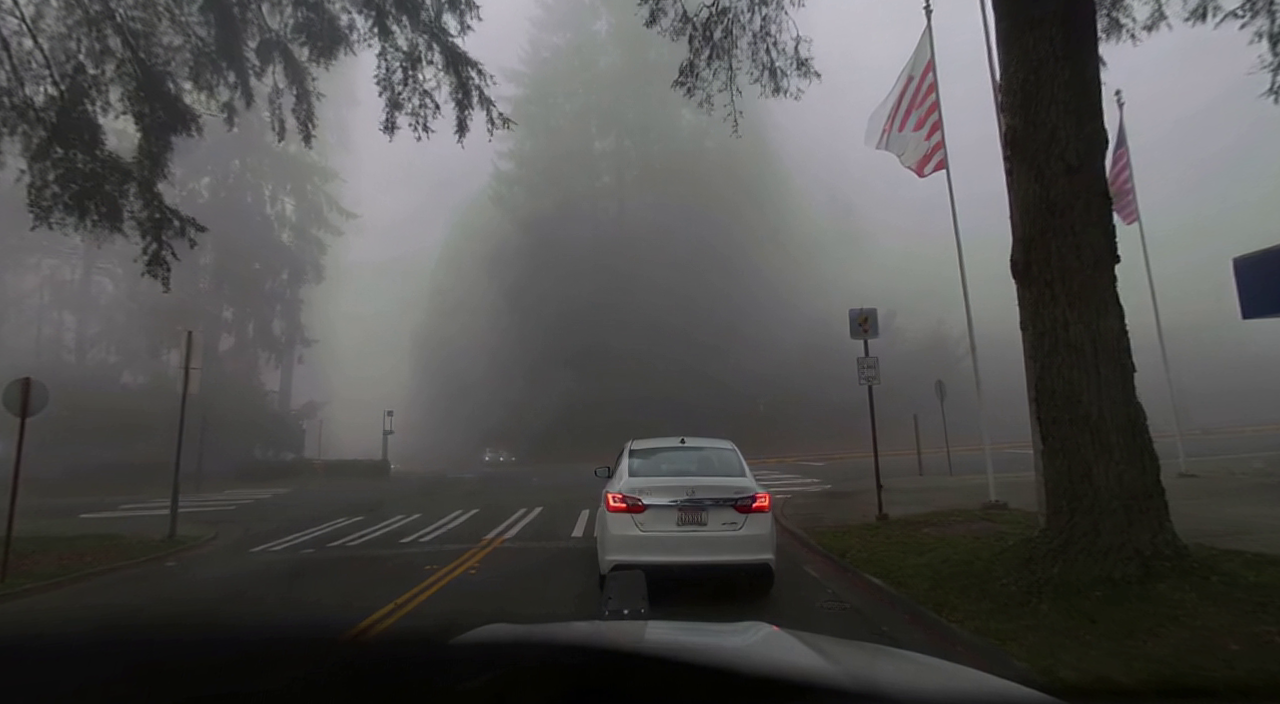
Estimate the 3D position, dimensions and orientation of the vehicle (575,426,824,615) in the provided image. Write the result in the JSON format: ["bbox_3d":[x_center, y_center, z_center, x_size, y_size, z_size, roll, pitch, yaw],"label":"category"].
[{"bbox_3d":[0.385,1.618,6.900,1.985,1.463,3.647,0,-9,-3],"label":"vehicle"}]

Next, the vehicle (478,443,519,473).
[{"bbox_3d":[-9.992,7.495,44.750,2.212,1.948,4.537,0,-9,-5],"label":"vehicle"}]
